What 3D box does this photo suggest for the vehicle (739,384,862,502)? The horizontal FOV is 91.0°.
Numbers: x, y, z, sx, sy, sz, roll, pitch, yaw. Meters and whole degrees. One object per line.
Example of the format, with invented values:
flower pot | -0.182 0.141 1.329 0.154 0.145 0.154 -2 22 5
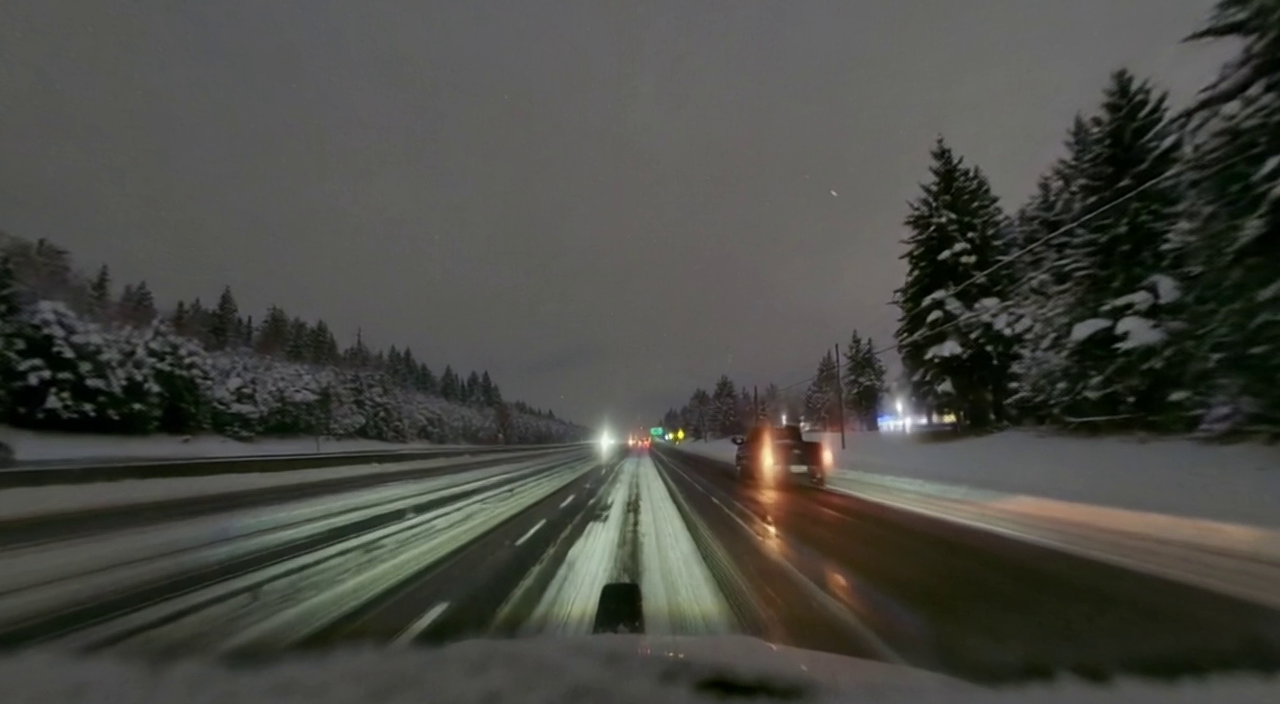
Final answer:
vehicle | 3.748 2.177 15.340 1.928 2.466 2.982 -3 -8 -3
